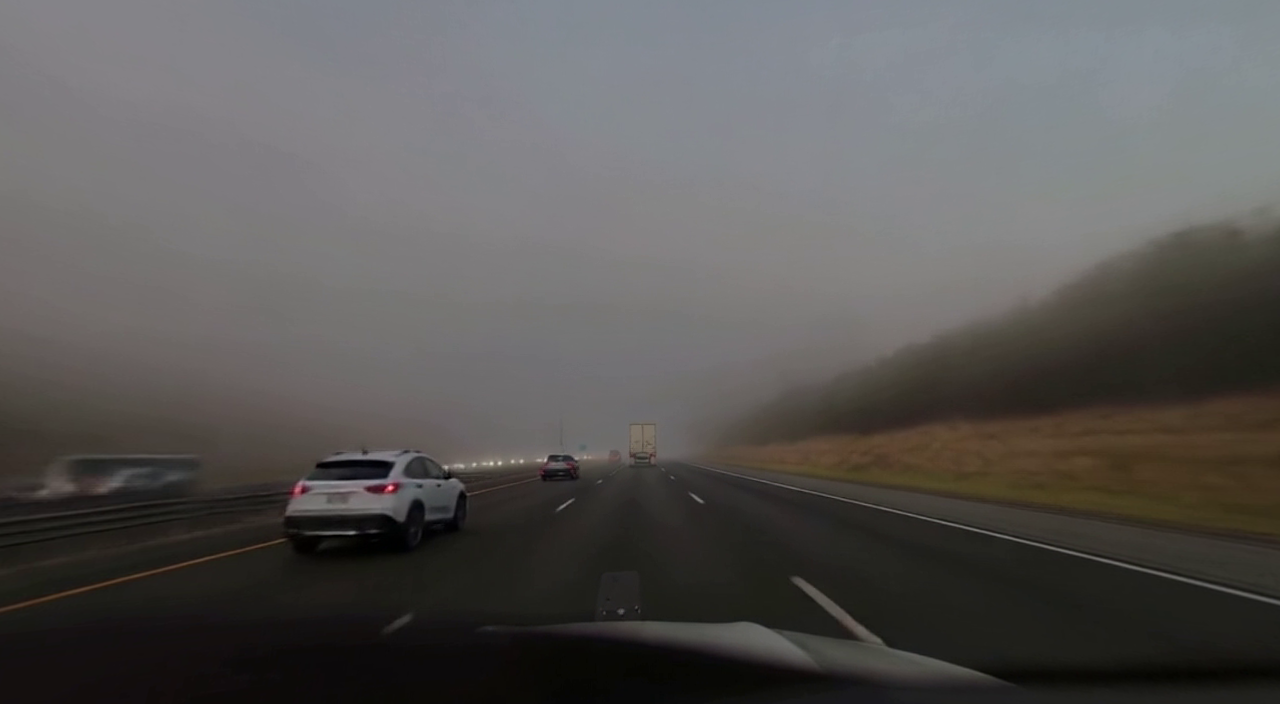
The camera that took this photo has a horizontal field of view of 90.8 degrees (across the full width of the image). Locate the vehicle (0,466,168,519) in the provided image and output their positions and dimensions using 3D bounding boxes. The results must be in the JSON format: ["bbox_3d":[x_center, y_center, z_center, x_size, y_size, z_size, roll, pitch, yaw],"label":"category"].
[{"bbox_3d":[-19.404,4.843,22.171,1.908,1.513,4.745,0,-9,0],"label":"vehicle"}]

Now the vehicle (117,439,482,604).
[{"bbox_3d":[-3.734,1.924,8.223,2.053,1.489,4.740,0,-9,1],"label":"vehicle"}]

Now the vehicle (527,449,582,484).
[{"bbox_3d":[-4.029,5.482,30.447,2.051,1.537,4.111,0,-9,0],"label":"vehicle"}]
